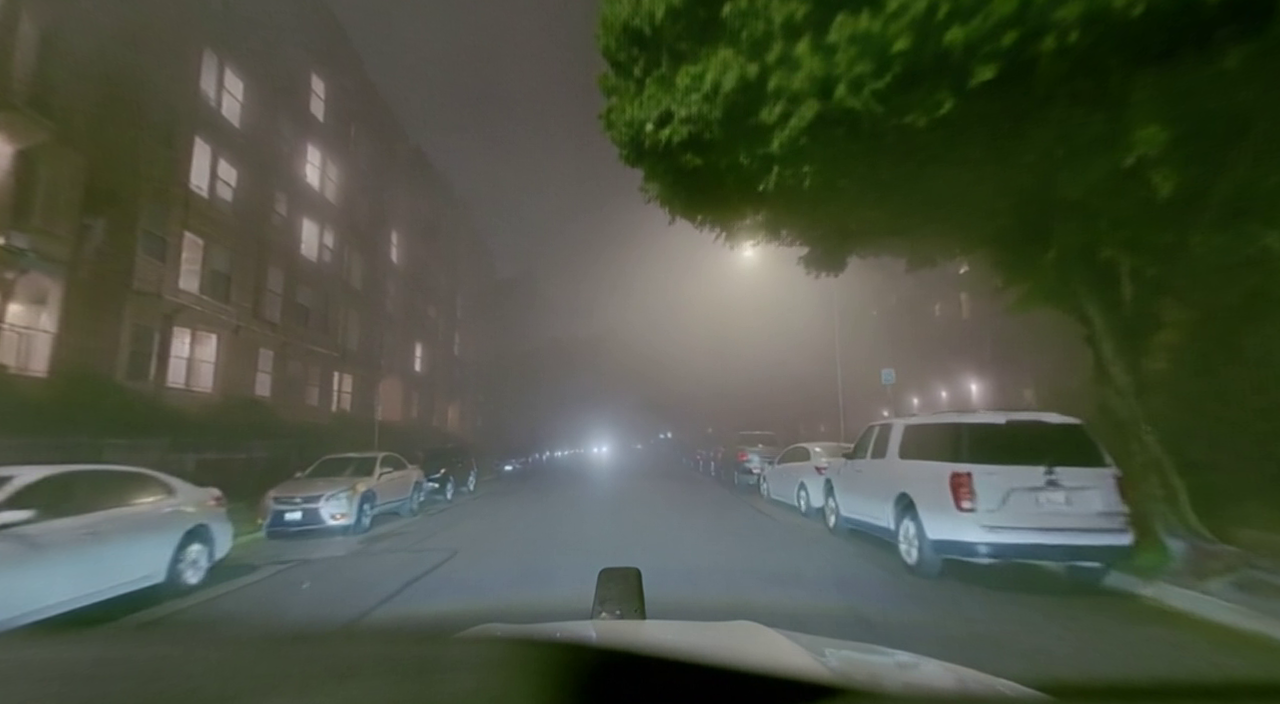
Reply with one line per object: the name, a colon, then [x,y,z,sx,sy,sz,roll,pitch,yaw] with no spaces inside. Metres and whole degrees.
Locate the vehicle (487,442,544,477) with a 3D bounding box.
vehicle: [-5.589,4.872,28.936,1.647,1.481,4.433,0,-8,1]

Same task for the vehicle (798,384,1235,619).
vehicle: [3.530,1.515,7.464,1.912,1.781,5.159,0,-8,-1]

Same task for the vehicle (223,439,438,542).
vehicle: [-5.319,2.385,11.665,1.711,1.500,4.510,0,-8,-1]

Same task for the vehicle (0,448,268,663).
vehicle: [-5.106,1.469,4.913,1.649,1.408,4.665,0,-8,-1]
